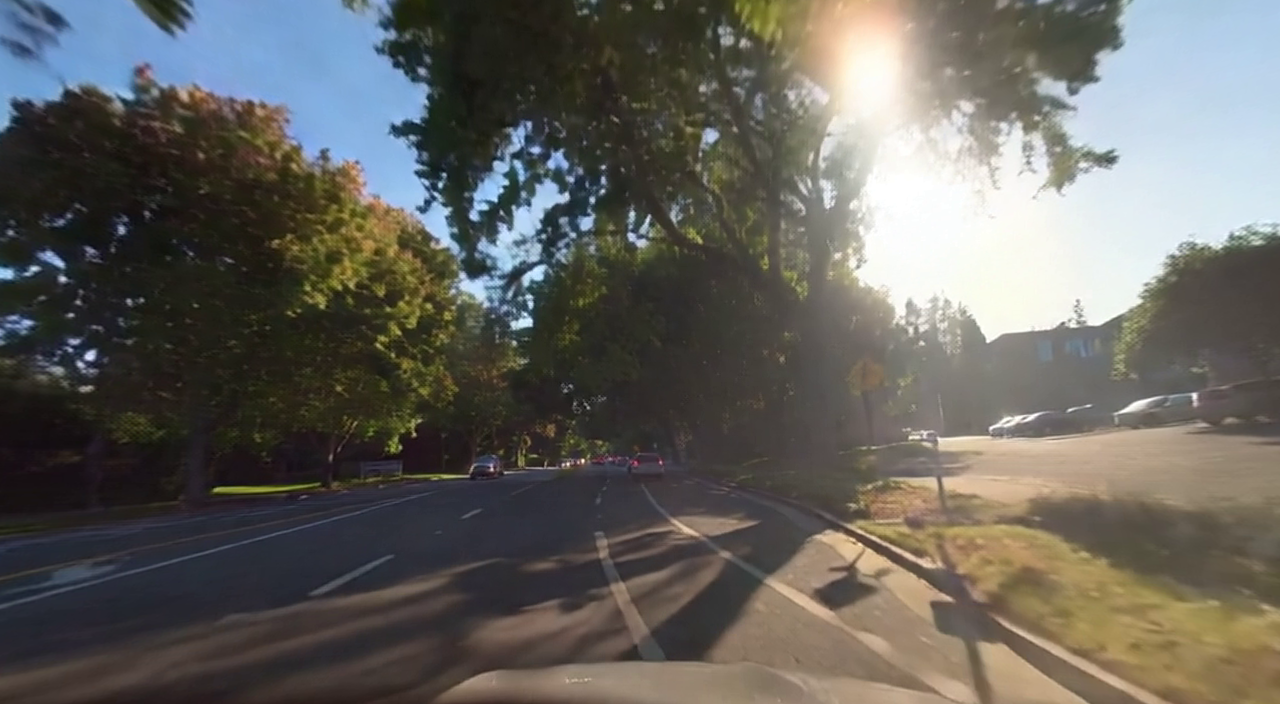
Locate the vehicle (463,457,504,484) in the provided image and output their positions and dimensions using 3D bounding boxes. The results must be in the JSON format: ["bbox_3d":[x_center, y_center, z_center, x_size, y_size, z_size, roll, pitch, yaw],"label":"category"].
[{"bbox_3d":[-11.161,8.457,45.353,1.969,1.751,4.432,0,-9,-1],"label":"vehicle"}]

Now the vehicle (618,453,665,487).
[{"bbox_3d":[0.045,5.717,30.919,2.111,1.466,4.223,-1,-9,-1],"label":"vehicle"}]
